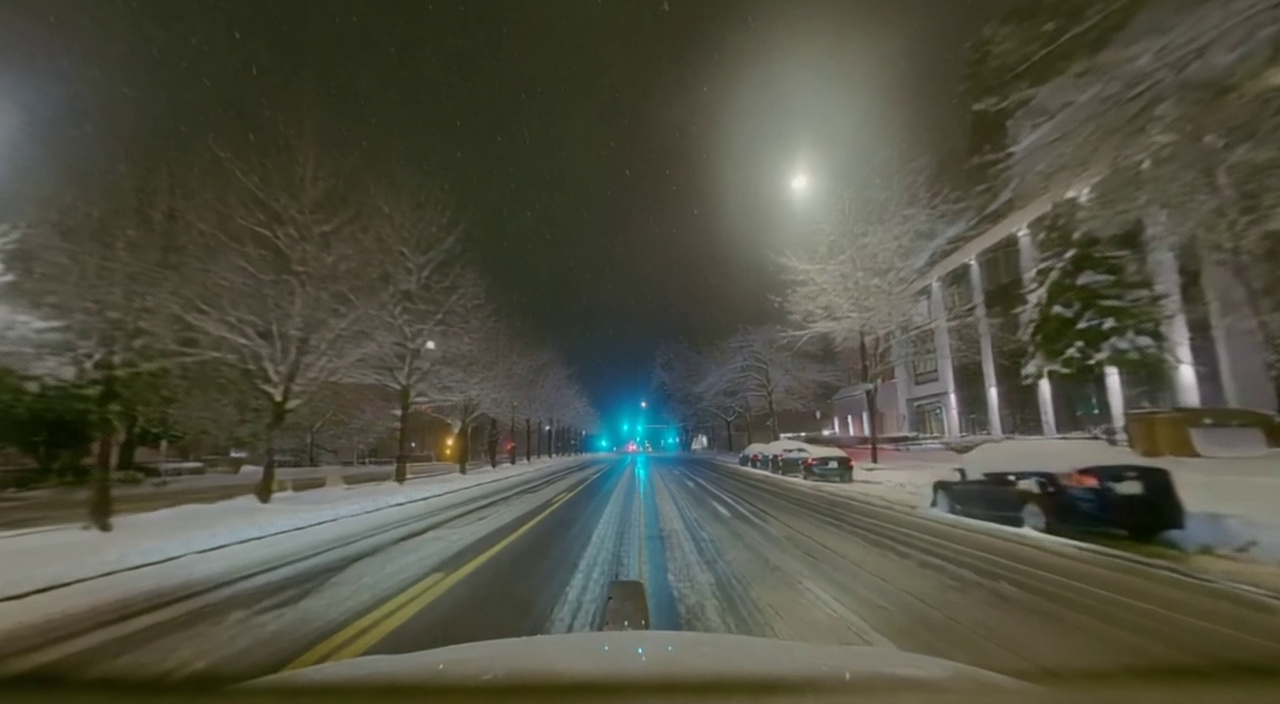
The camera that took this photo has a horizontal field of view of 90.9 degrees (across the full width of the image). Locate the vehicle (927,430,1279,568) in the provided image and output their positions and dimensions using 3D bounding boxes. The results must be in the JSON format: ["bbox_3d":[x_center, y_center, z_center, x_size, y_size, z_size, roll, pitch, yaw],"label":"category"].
[{"bbox_3d":[6.554,1.972,9.413,2.109,1.477,4.963,0,-8,-1],"label":"vehicle"}]

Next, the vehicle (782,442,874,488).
[{"bbox_3d":[6.692,4.062,23.056,1.847,1.472,4.846,0,-8,0],"label":"vehicle"}]
